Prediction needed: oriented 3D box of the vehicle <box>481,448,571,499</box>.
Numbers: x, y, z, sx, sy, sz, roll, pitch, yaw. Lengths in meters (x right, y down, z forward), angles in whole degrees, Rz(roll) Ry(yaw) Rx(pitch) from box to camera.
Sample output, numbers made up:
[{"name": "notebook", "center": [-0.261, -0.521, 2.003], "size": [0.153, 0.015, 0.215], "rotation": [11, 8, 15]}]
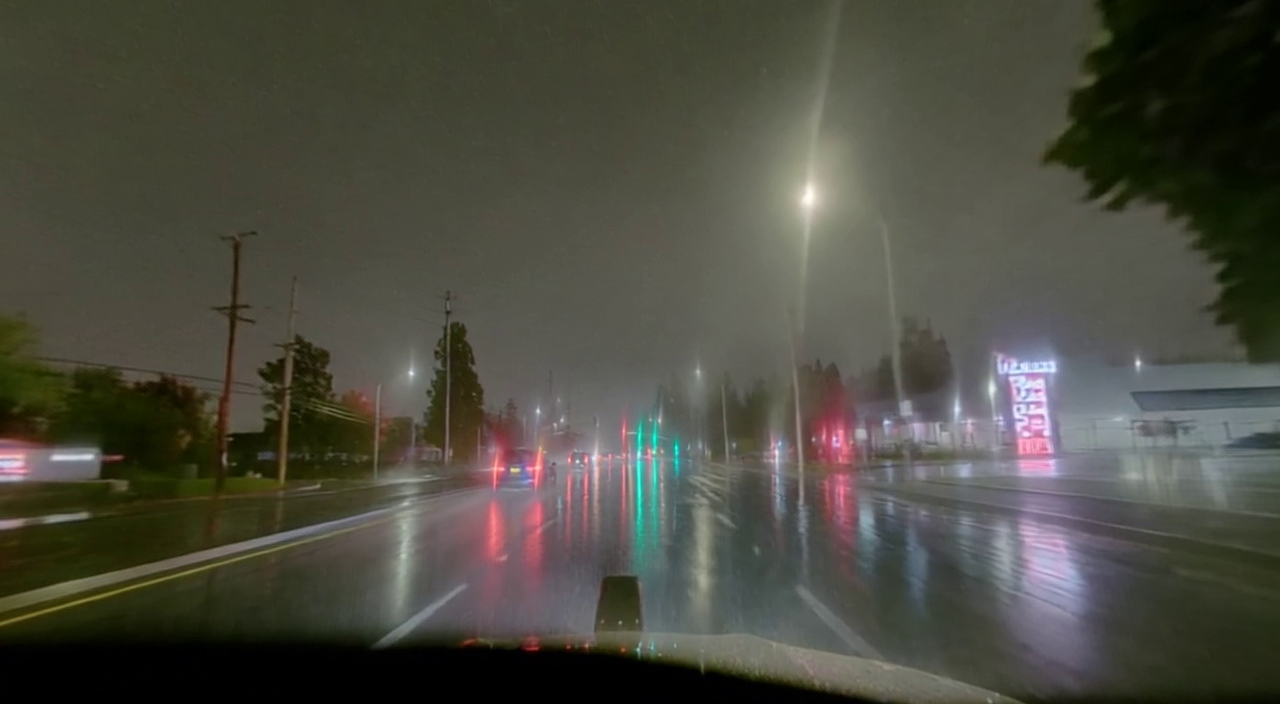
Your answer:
[{"name": "vehicle", "center": [-3.557, 3.865, 20.493], "size": [2.076, 1.444, 4.328], "rotation": [0, -9, 1]}]
